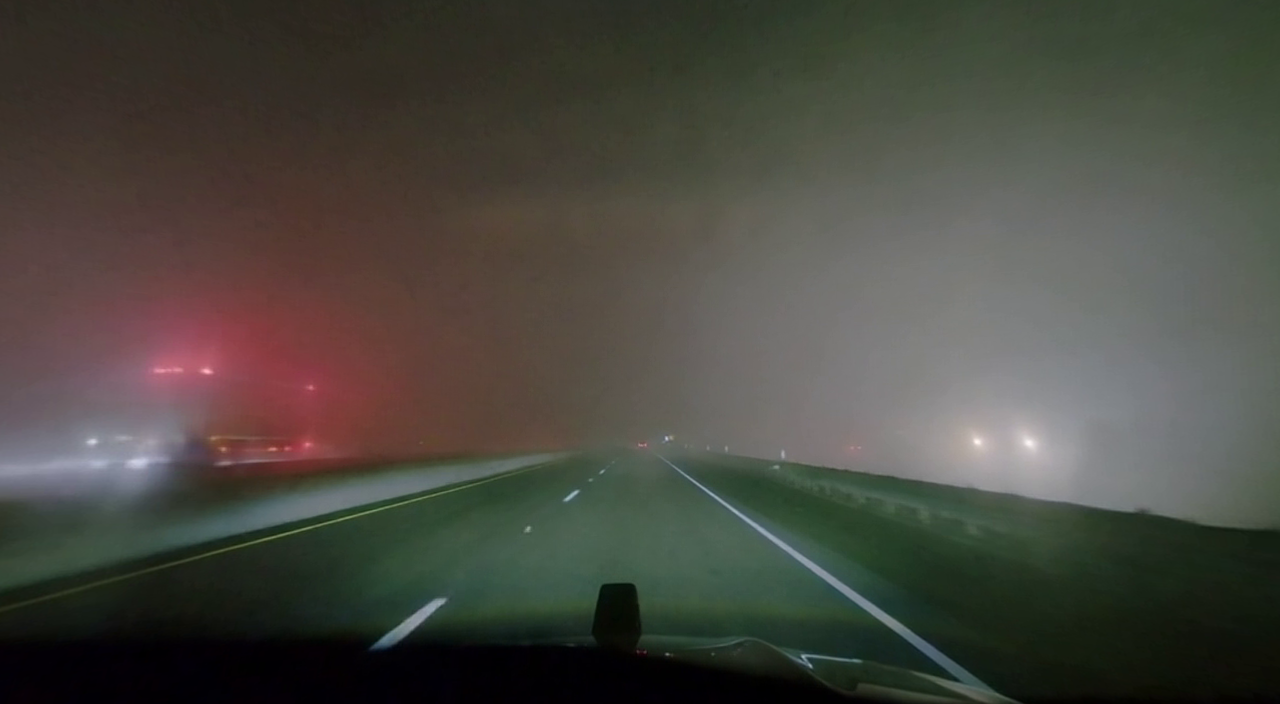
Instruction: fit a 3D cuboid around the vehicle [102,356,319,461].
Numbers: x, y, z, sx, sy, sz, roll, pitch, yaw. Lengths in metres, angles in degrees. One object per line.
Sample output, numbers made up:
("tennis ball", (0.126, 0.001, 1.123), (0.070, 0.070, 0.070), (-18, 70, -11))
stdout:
("vehicle", (-23.154, 3.531, 35.474), (3.255, 4.833, 12.518), (-1, -8, 0))
